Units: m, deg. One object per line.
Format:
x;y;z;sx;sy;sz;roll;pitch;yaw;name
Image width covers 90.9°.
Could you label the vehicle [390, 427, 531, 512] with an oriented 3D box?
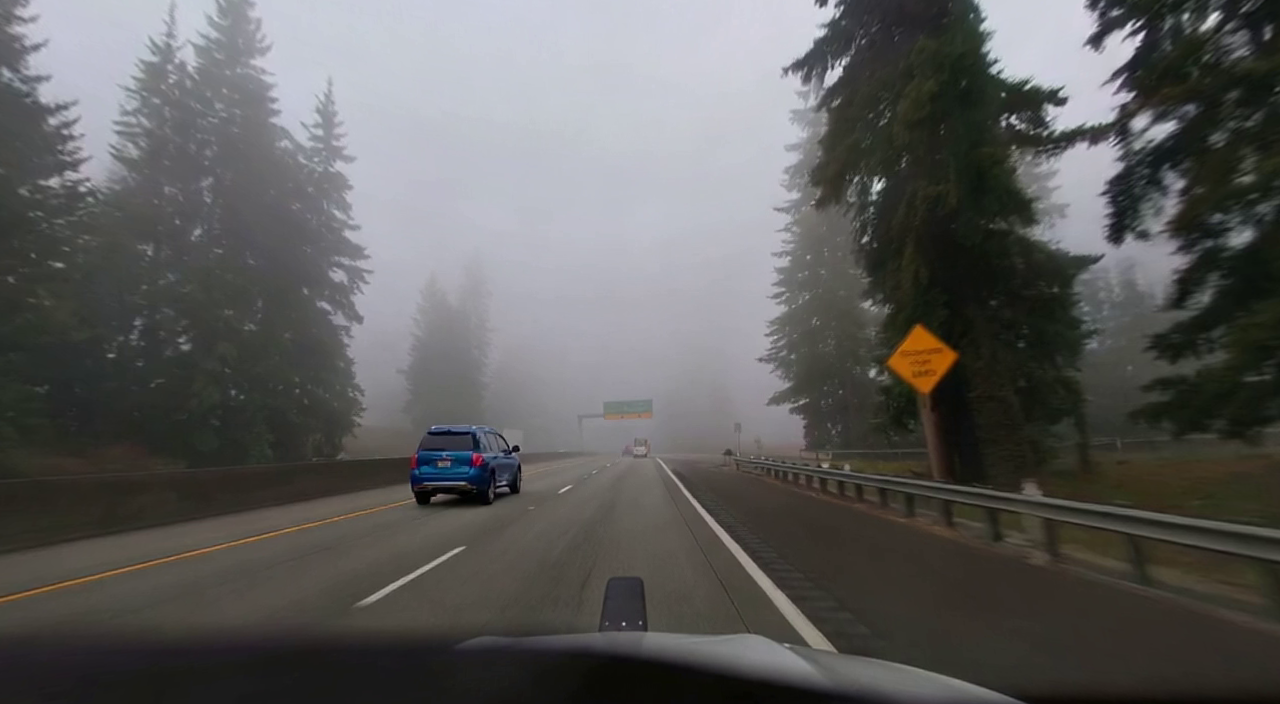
-4.145;2.785;15.459;2.084;1.752;4.479;0;-8;1;vehicle
